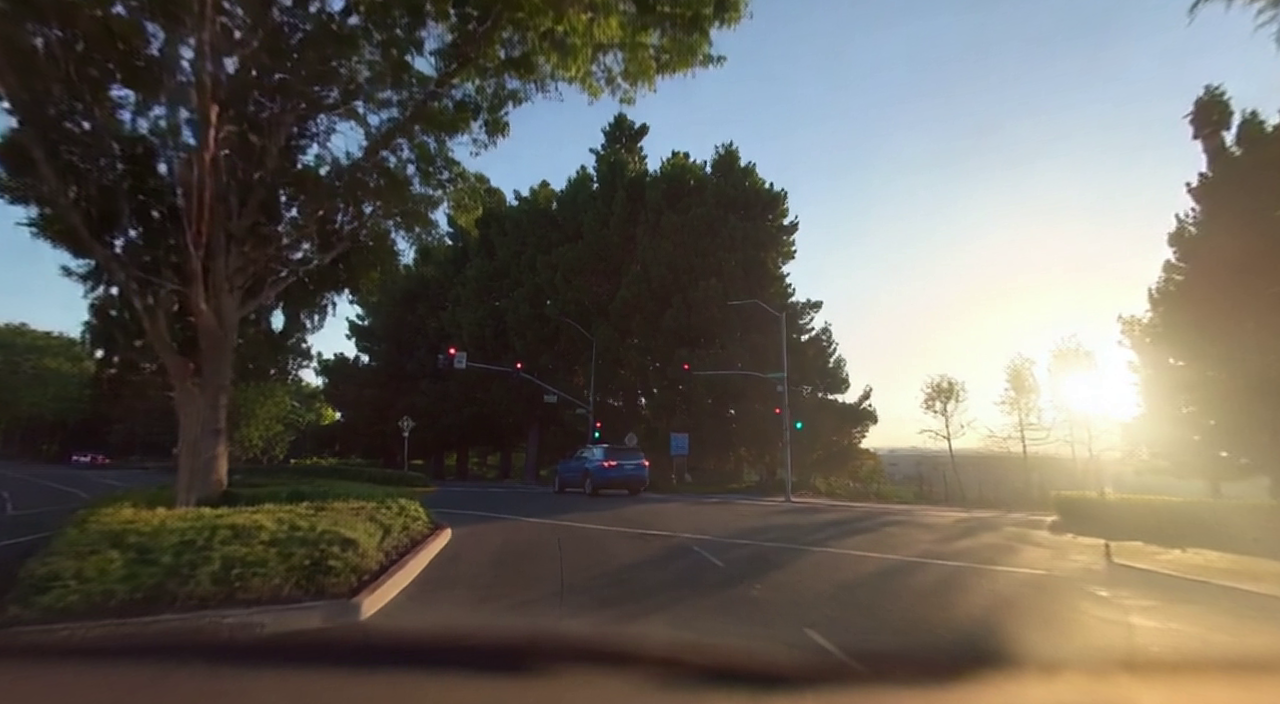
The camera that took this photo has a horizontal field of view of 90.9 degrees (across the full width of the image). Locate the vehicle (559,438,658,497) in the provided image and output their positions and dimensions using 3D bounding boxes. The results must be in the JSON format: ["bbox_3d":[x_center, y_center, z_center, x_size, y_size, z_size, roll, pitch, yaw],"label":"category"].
[{"bbox_3d":[-1.258,3.982,22.054,2.284,1.788,4.871,3,-10,-17],"label":"vehicle"}]
